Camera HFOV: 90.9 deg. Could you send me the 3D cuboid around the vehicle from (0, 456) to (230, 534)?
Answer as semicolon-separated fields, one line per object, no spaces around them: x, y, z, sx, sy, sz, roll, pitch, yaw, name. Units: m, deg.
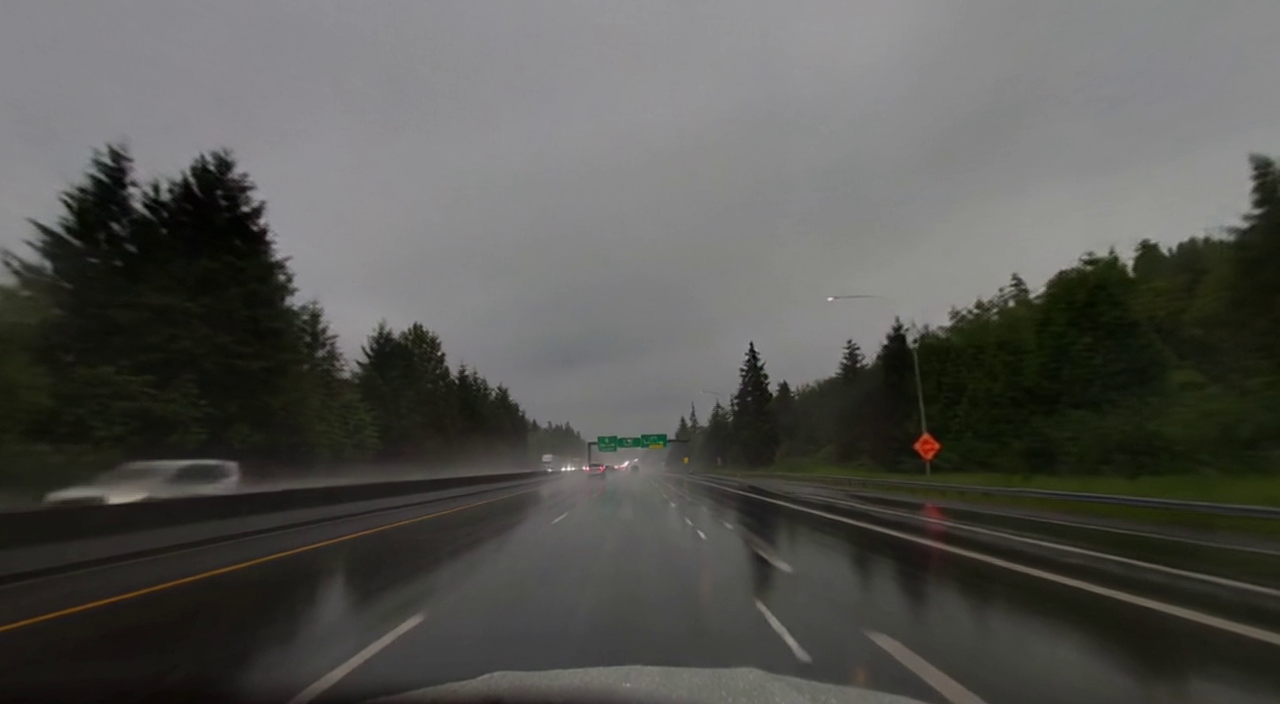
-12.118;3.295;14.932;1.864;1.517;4.275;1;-11;0;vehicle
